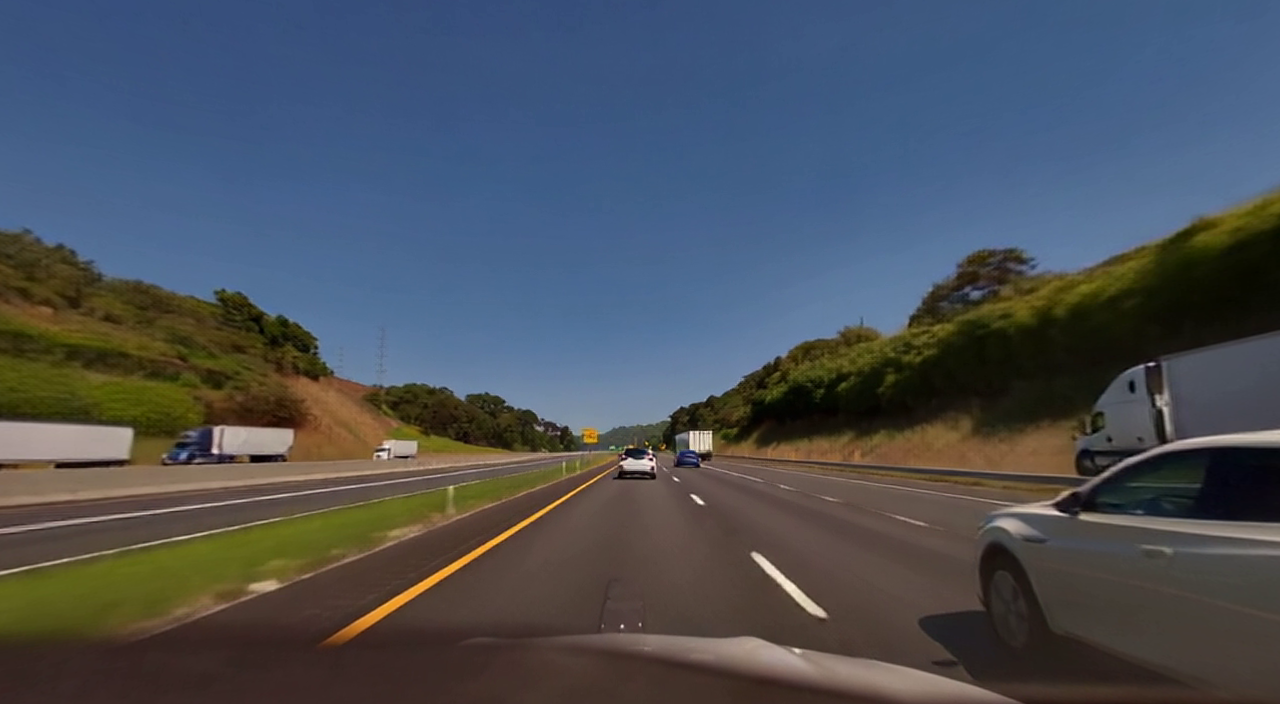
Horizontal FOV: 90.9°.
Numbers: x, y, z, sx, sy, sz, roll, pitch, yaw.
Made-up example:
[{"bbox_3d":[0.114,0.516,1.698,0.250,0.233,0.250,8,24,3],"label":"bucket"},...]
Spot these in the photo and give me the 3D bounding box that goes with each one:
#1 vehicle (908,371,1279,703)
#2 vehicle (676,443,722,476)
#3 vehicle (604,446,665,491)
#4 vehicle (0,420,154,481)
[{"bbox_3d":[3.015,0.890,2.320,1.997,1.534,4.664,0,-9,0],"label":"vehicle"},{"bbox_3d":[3.154,5.878,34.591,2.048,1.704,4.284,0,-9,0],"label":"vehicle"},{"bbox_3d":[-0.174,4.087,22.353,1.970,1.441,3.846,0,-9,0],"label":"vehicle"},{"bbox_3d":[-36.056,5.695,36.768,2.901,3.250,16.142,-2,-7,-1],"label":"vehicle"}]
